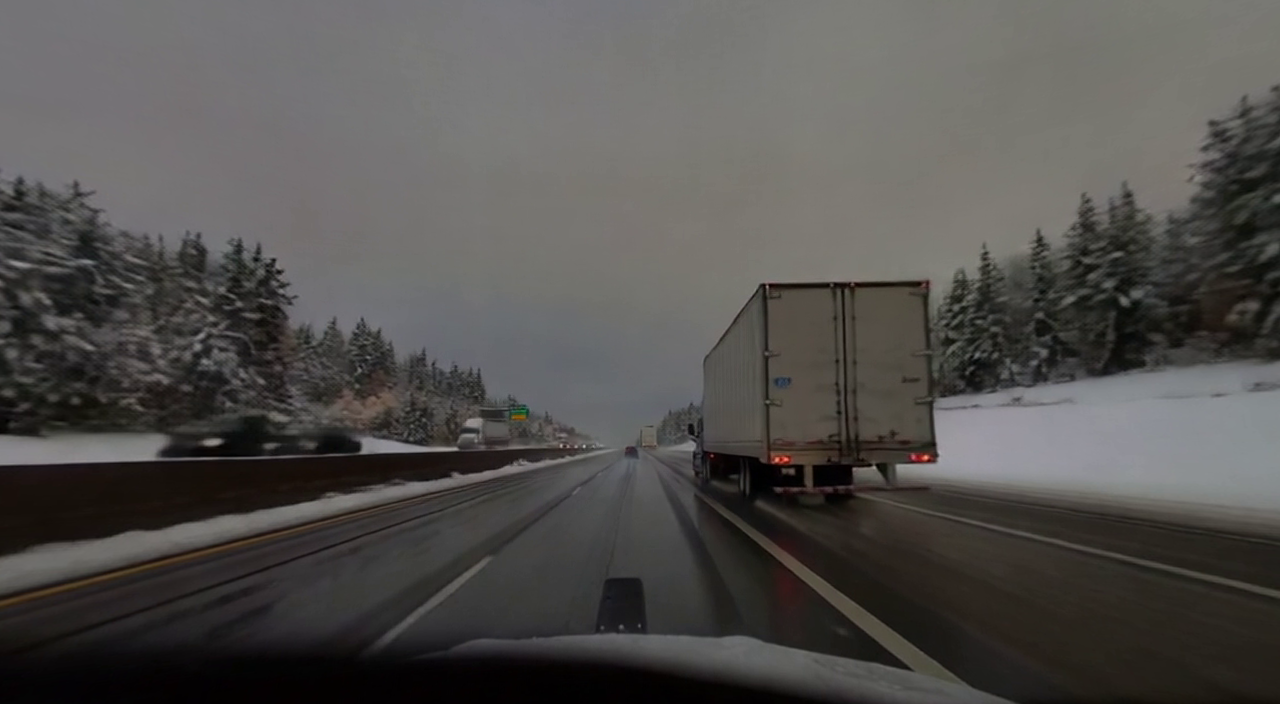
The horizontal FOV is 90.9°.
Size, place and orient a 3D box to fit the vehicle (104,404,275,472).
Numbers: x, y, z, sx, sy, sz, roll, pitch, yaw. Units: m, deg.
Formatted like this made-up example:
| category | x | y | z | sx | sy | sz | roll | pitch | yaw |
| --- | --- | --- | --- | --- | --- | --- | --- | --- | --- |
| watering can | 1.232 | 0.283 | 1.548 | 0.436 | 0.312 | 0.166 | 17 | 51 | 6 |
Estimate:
| category | x | y | z | sx | sy | sz | roll | pitch | yaw |
| --- | --- | --- | --- | --- | --- | --- | --- | --- | --- |
| vehicle | -15.919 | 3.137 | 22.747 | 2.397 | 2.171 | 4.968 | 0 | -9 | 0 |

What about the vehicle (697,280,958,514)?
| category | x | y | z | sx | sy | sz | roll | pitch | yaw |
| --- | --- | --- | --- | --- | --- | --- | --- | --- | --- |
| vehicle | 3.969 | 1.800 | 18.429 | 3.323 | 4.262 | 14.056 | 0 | -9 | 0 |

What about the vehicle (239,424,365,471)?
| category | x | y | z | sx | sy | sz | roll | pitch | yaw |
| --- | --- | --- | --- | --- | --- | --- | --- | --- | --- |
| vehicle | -12.402 | 3.553 | 23.544 | 2.187 | 1.567 | 4.527 | 0 | -9 | 0 |
